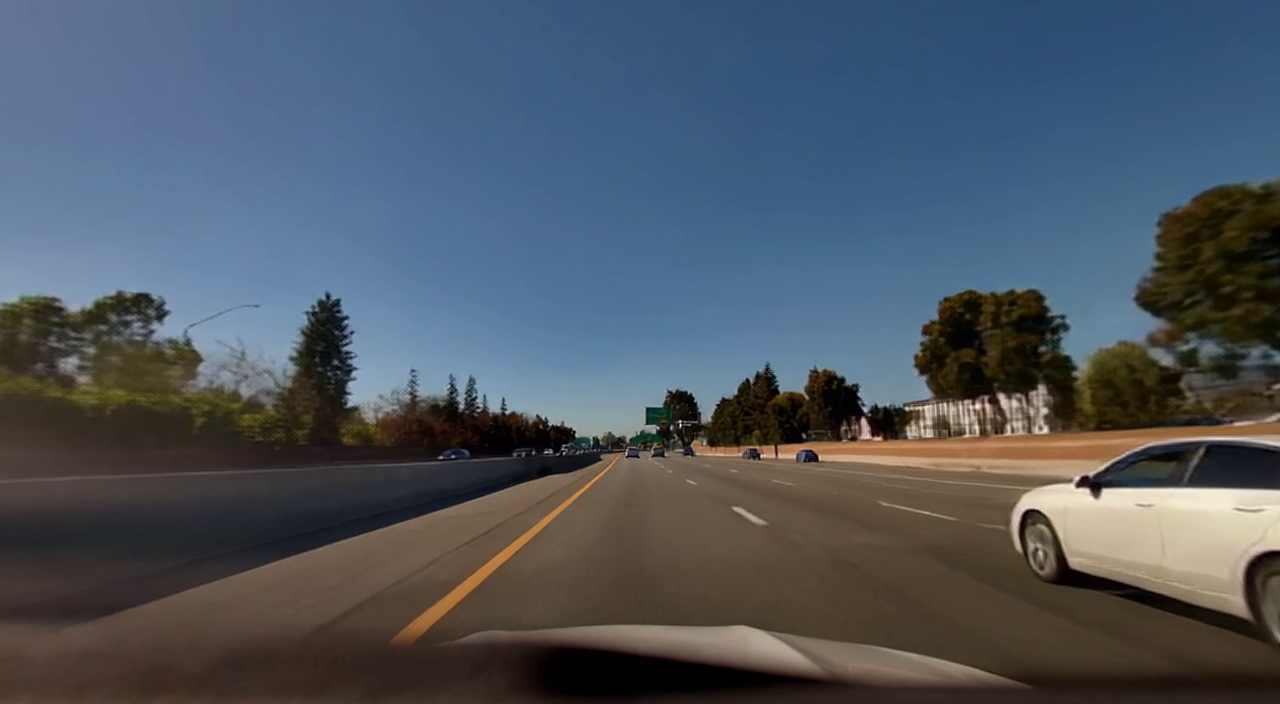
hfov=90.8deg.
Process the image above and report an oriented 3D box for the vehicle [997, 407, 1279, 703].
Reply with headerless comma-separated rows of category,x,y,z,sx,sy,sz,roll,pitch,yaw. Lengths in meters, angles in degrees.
vehicle,3.859,0.951,2.525,2.018,1.477,4.800,0,-9,-1
